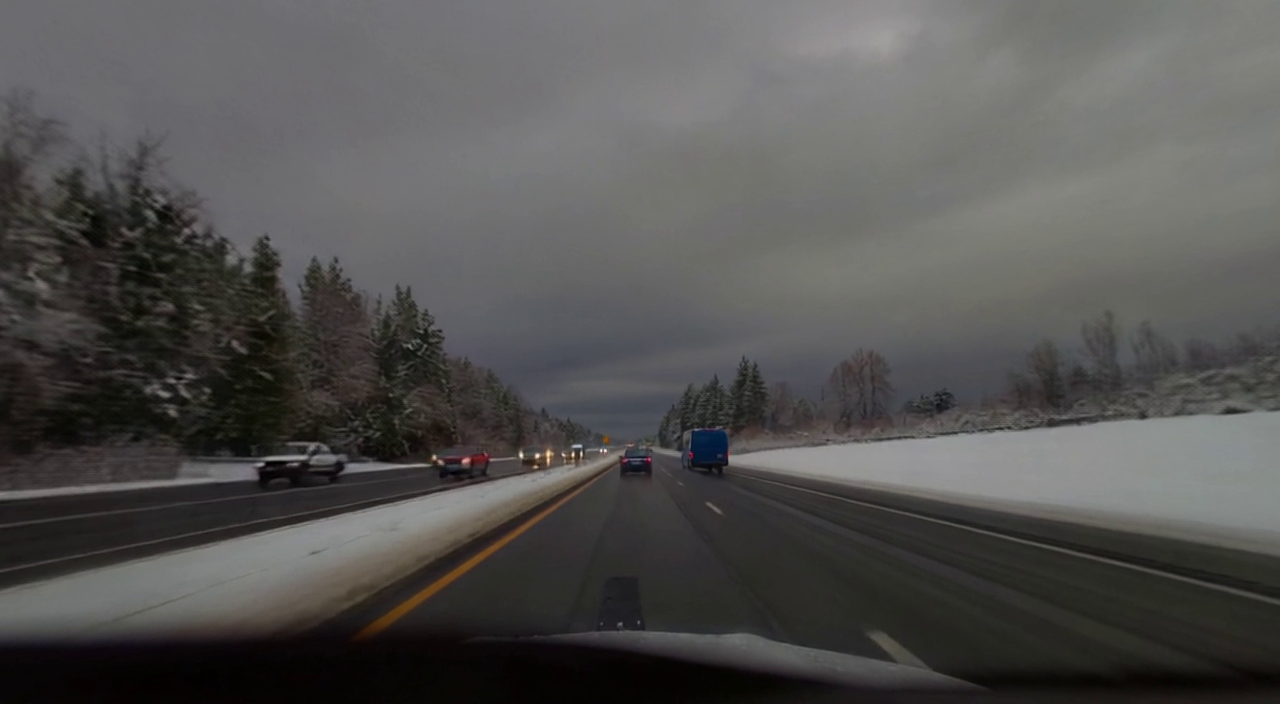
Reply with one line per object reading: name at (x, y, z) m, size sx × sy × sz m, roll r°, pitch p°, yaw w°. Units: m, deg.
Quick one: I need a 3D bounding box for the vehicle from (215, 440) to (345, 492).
vehicle at (-12.100, 3.852, 21.563) m, size 1.893 × 1.567 × 4.231 m, roll 0°, pitch -9°, yaw 0°

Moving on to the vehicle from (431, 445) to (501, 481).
vehicle at (-7.480, 4.790, 27.472) m, size 1.833 × 1.444 × 4.120 m, roll 0°, pitch -9°, yaw 0°

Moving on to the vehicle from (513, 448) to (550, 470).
vehicle at (-7.791, 7.699, 45.649) m, size 1.898 × 1.464 × 4.386 m, roll 0°, pitch -9°, yaw 0°

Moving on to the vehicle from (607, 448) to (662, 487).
vehicle at (-0.226, 4.605, 25.393) m, size 2.037 × 1.417 × 3.885 m, roll 0°, pitch -9°, yaw 0°

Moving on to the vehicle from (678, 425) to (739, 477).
vehicle at (3.690, 5.511, 35.214) m, size 2.513 × 2.633 × 5.930 m, roll 0°, pitch -9°, yaw -2°
